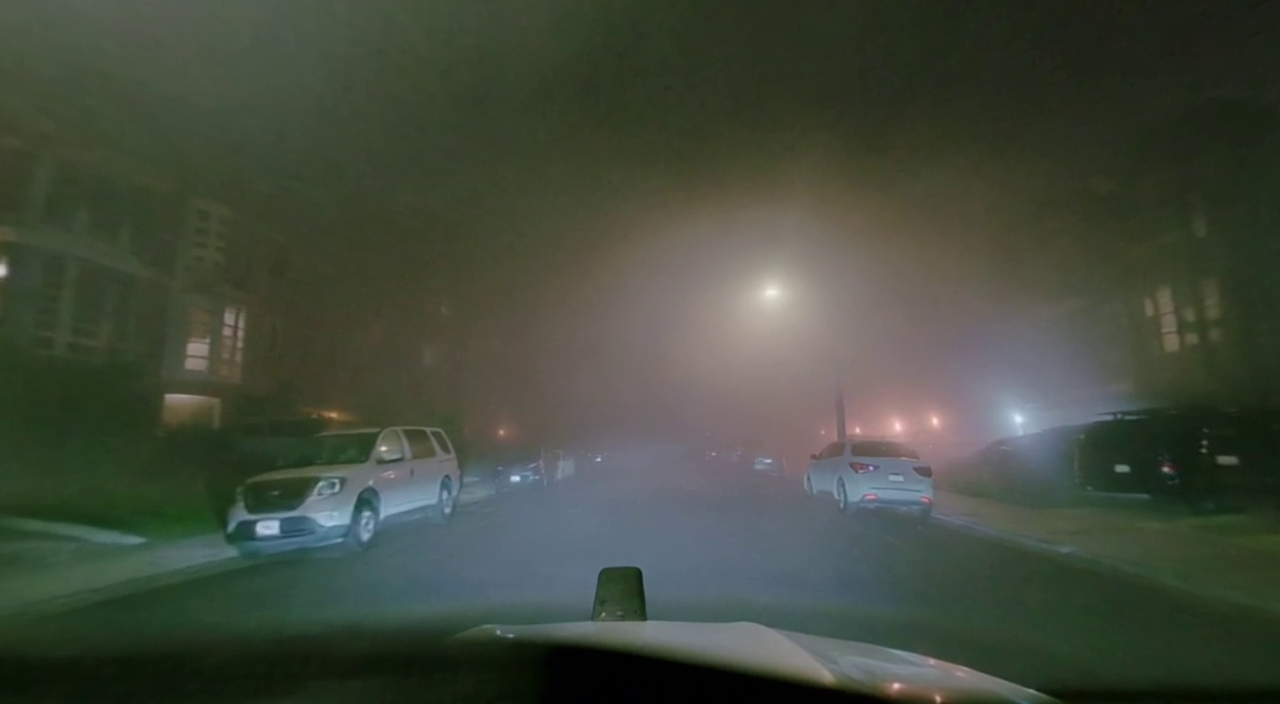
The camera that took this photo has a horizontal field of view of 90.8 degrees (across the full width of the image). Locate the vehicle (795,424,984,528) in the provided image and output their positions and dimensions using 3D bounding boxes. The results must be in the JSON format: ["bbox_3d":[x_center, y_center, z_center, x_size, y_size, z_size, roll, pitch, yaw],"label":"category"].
[{"bbox_3d":[5.333,2.722,14.611,2.201,1.896,5.632,0,-8,2],"label":"vehicle"}]

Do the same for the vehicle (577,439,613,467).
[{"bbox_3d":[-3.070,7.072,44.141,2.035,1.822,4.348,0,-10,2],"label":"vehicle"}]

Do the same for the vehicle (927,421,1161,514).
[{"bbox_3d":[9.356,2.761,15.354,2.285,1.833,4.853,-1,-10,-2],"label":"vehicle"}]

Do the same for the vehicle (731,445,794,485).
[{"bbox_3d":[5.354,4.983,28.367,1.850,1.516,5.066,0,-8,0],"label":"vehicle"}]

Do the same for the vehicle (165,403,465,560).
[{"bbox_3d":[-4.910,2.124,10.879,2.319,1.902,5.526,-2,-10,-1],"label":"vehicle"}]

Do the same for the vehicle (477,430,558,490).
[{"bbox_3d":[-4.137,3.787,22.065,2.007,1.861,4.101,0,-11,0],"label":"vehicle"}]
